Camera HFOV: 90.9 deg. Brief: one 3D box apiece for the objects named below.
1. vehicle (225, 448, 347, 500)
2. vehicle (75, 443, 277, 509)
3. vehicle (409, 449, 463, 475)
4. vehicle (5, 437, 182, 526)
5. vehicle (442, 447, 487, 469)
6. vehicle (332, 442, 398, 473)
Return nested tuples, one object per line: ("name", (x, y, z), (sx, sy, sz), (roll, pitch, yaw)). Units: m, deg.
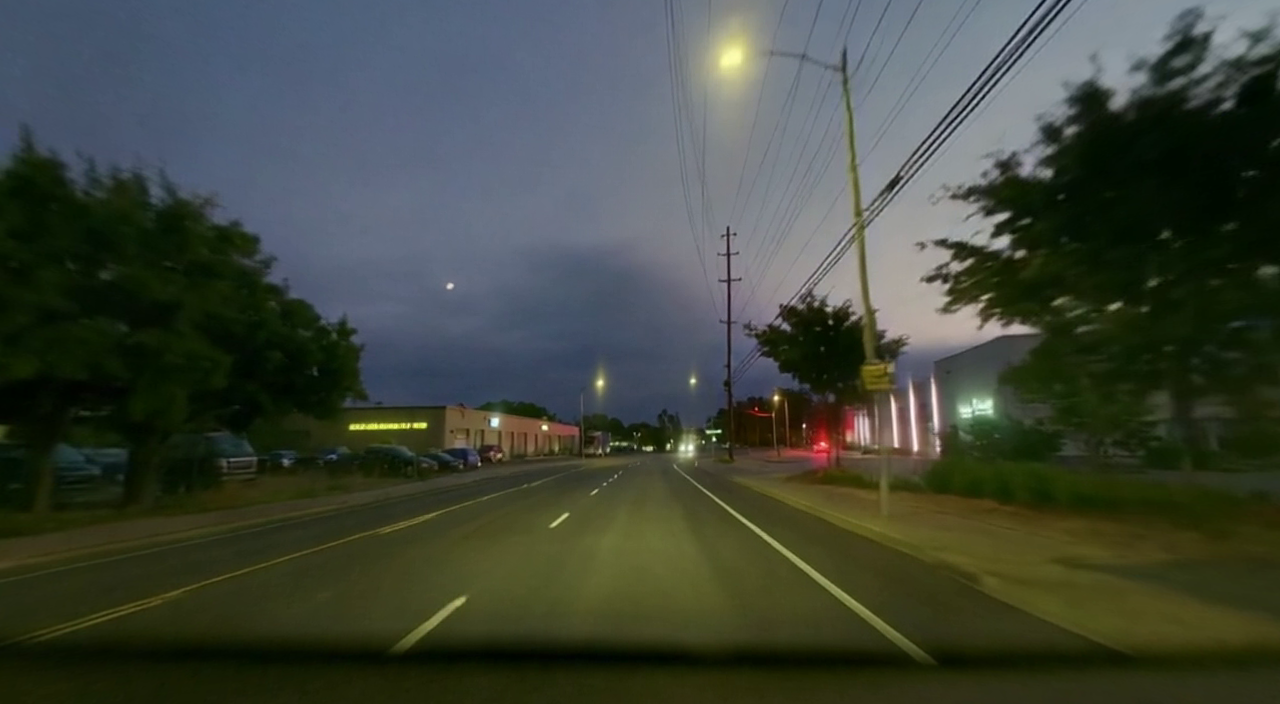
("vehicle", (-14.263, 4.908, 25.881), (2.053, 1.772, 5.189), (-3, -9, 0))
("vehicle", (-14.255, 3.799, 19.979), (1.949, 1.735, 5.568), (-1, -8, 3))
("vehicle", (-13.969, 7.531, 43.441), (2.122, 1.440, 4.601), (-4, -8, 0))
("vehicle", (-16.820, 3.919, 19.699), (1.972, 1.891, 3.936), (2, 0, 2))
("vehicle", (-13.584, 8.205, 49.009), (2.070, 1.577, 4.652), (0, -9, 2))
("vehicle", (-19.176, 7.369, 44.285), (2.099, 2.038, 5.624), (0, -9, 0))
